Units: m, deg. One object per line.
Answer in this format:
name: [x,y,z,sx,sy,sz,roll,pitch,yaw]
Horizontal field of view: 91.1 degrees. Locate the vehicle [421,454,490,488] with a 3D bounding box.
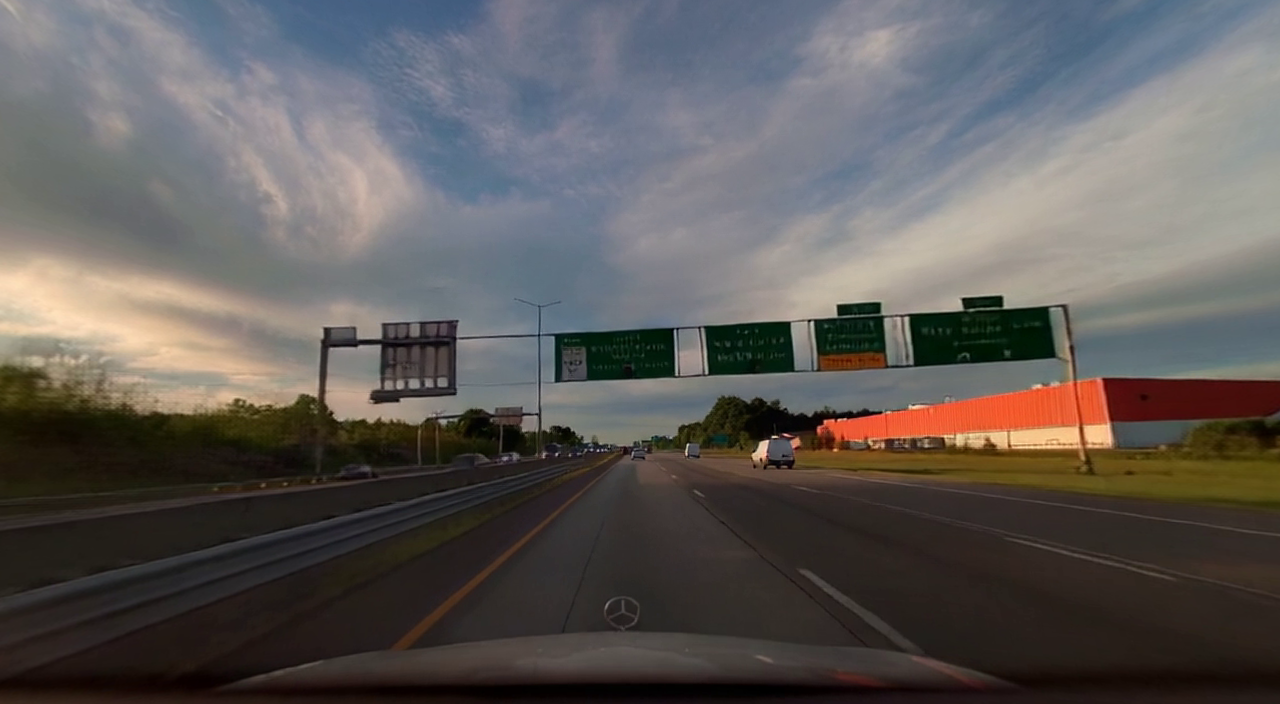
vehicle: [-8.565,5.537,29.639,2.081,1.430,4.107,0,-9,-1]

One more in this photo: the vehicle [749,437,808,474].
vehicle: [7.750,5.866,35.716,2.156,1.943,5.010,0,-9,-1]
